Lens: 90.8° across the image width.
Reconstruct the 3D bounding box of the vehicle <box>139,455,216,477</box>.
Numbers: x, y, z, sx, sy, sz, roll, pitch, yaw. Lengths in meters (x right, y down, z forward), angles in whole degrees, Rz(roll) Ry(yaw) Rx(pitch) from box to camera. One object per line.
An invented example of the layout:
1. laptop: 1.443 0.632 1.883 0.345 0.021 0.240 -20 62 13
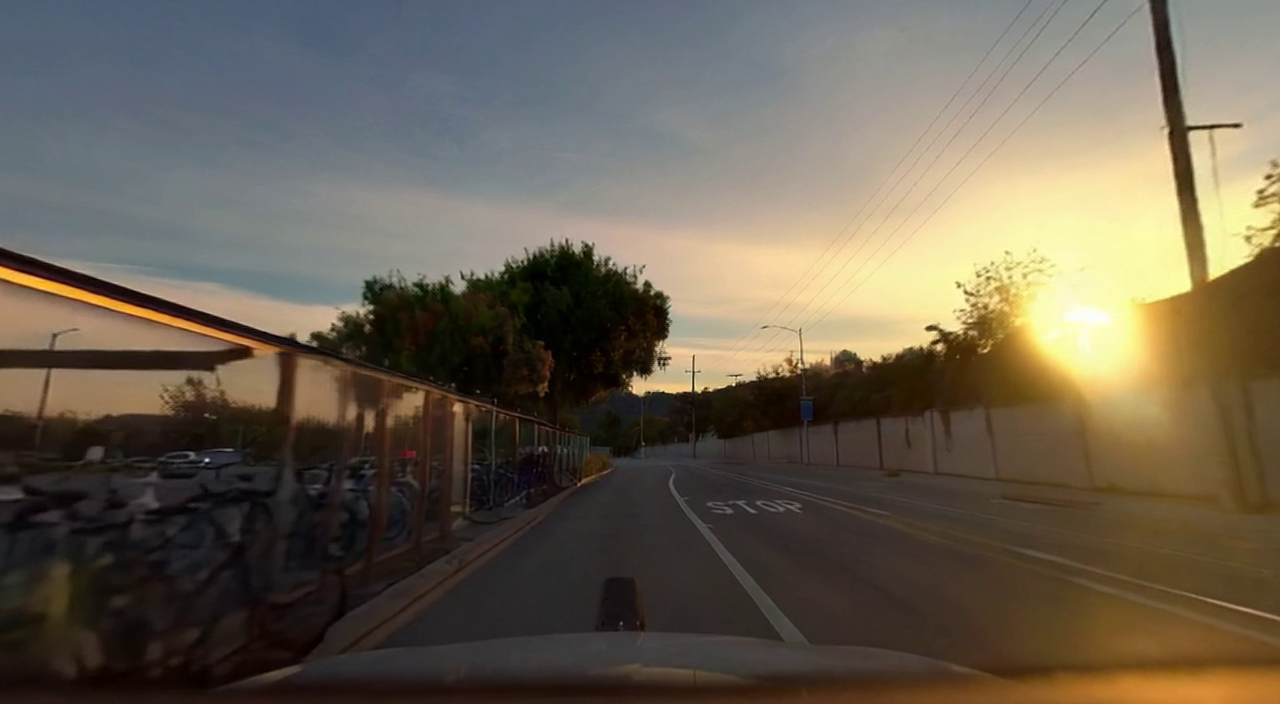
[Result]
1. vehicle: -33.054 8.160 45.216 4.108 1.480 1.800 0 -9 1
